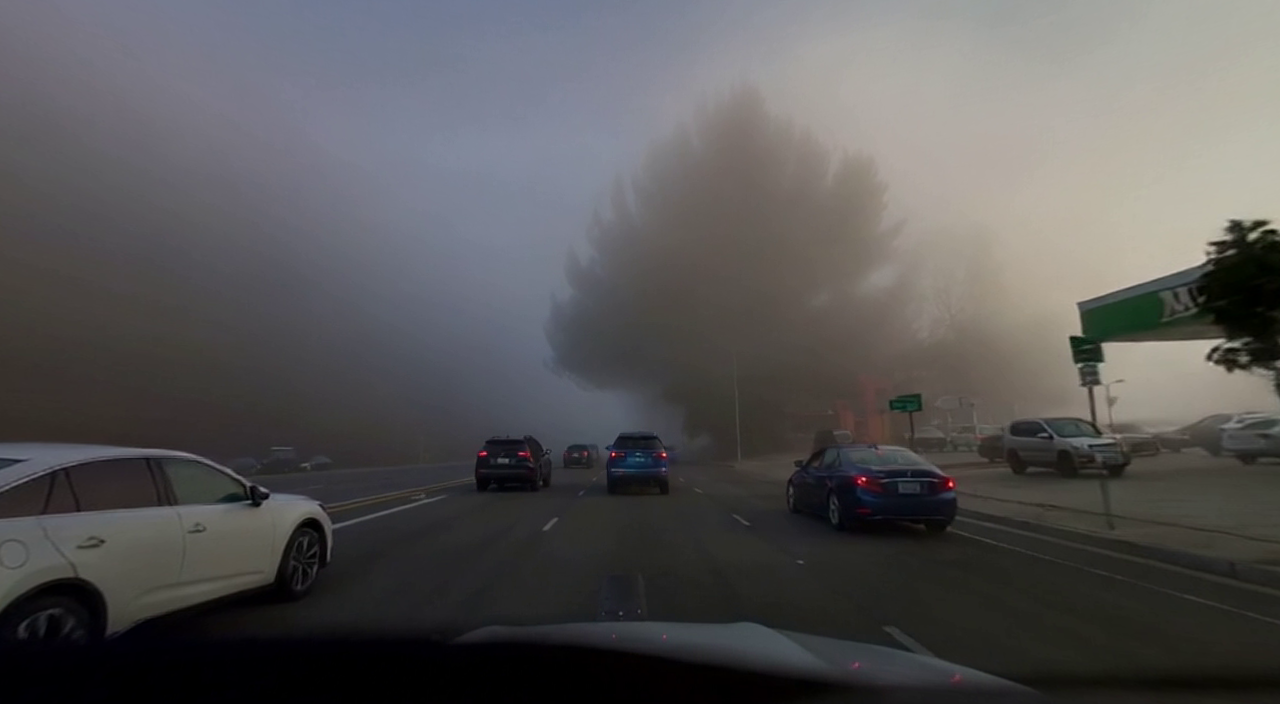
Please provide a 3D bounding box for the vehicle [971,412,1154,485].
[{"bbox_3d":[11.631,2.724,17.896,1.918,1.765,4.668,0,-8,0],"label":"vehicle"}]

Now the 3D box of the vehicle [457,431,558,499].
[{"bbox_3d":[-3.639,3.175,18.162,1.932,1.695,4.150,0,-8,1],"label":"vehicle"}]

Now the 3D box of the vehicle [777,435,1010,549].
[{"bbox_3d":[3.826,2.169,10.598,1.888,1.456,4.589,0,-8,-2],"label":"vehicle"}]

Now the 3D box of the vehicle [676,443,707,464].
[{"bbox_3d":[3.758,7.499,46.809,1.926,1.522,3.852,0,-8,-1],"label":"vehicle"}]

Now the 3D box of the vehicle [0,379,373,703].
[{"bbox_3d":[-3.566,1.137,4.132,1.864,1.574,4.031,0,-8,0],"label":"vehicle"}]

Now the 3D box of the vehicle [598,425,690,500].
[{"bbox_3d":[0.071,3.036,17.740,2.279,1.803,4.254,0,-8,-1],"label":"vehicle"}]

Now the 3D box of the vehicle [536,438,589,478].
[{"bbox_3d":[-3.449,4.780,28.809,1.871,1.673,3.920,0,-8,0],"label":"vehicle"}]
